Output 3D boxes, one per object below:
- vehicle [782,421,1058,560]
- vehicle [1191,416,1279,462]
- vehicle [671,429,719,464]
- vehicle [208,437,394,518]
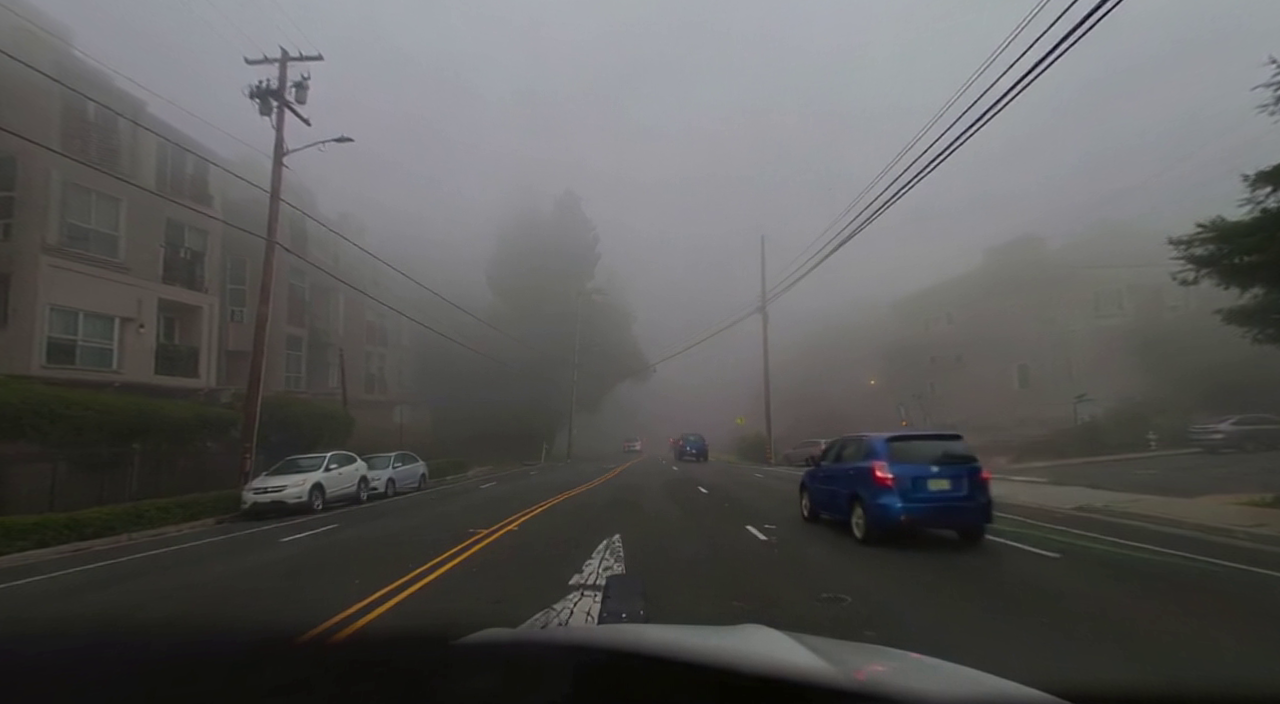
[{"bbox_3d":[3.657,1.883,9.315,2.028,1.552,4.370,0,-8,-1],"label":"vehicle"},{"bbox_3d":[25.244,3.568,25.753,1.944,1.723,4.441,-2,-8,13],"label":"vehicle"},{"bbox_3d":[2.965,5.236,34.896,2.046,1.784,4.687,0,-8,-2],"label":"vehicle"},{"bbox_3d":[-8.681,3.216,16.731,2.381,1.825,4.652,0,-8,-1],"label":"vehicle"}]
